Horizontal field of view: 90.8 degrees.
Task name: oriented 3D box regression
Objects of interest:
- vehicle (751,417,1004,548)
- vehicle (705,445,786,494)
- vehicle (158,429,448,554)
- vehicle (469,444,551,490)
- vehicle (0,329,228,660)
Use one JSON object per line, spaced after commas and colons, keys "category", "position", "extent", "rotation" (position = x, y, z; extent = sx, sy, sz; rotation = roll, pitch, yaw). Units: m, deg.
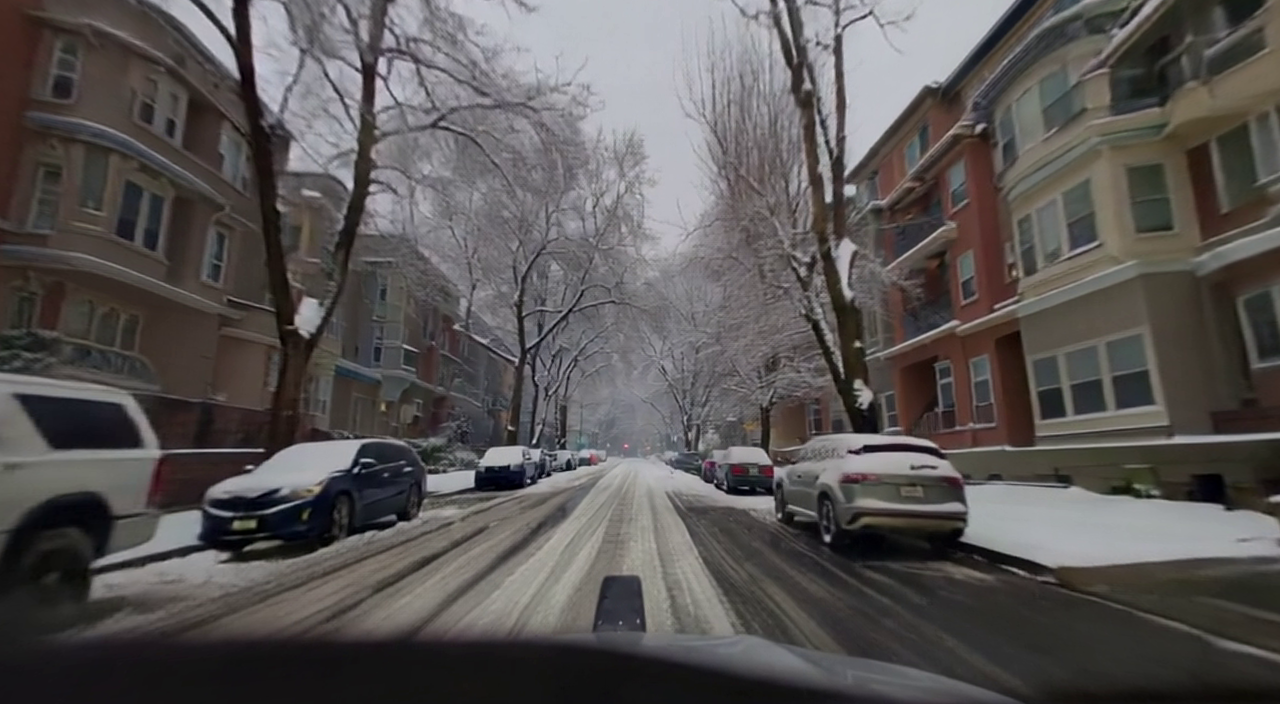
{"category": "vehicle", "position": [4.019, 2.431, 12.349], "extent": [2.473, 1.895, 6.050], "rotation": [0, -10, -1]}
{"category": "vehicle", "position": [4.016, 4.537, 24.969], "extent": [2.187, 1.699, 5.038], "rotation": [0, -8, -2]}
{"category": "vehicle", "position": [-5.606, 2.387, 11.735], "extent": [2.122, 1.722, 5.662], "rotation": [-1, -9, 2]}
{"category": "vehicle", "position": [-5.368, 4.809, 26.906], "extent": [2.222, 1.735, 5.215], "rotation": [0, -8, 2]}
{"category": "vehicle", "position": [-5.513, 0.853, 3.439], "extent": [2.596, 2.152, 5.689], "rotation": [-1, -8, 1]}
